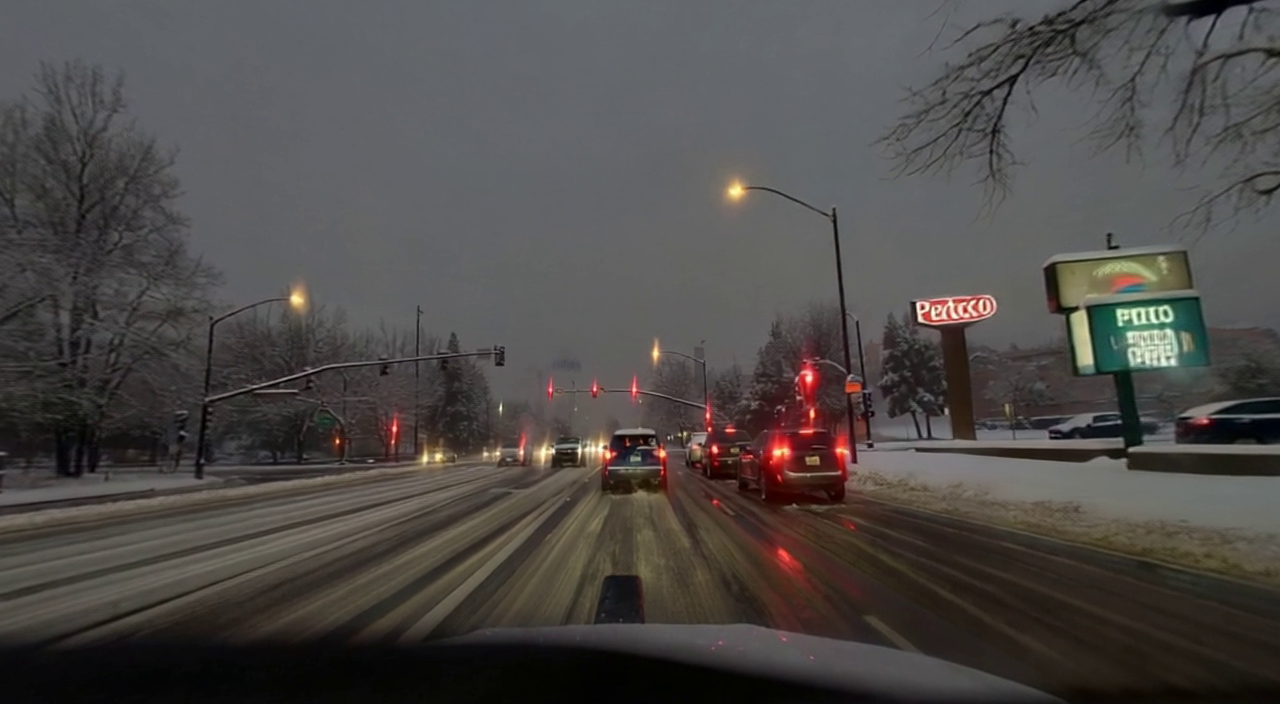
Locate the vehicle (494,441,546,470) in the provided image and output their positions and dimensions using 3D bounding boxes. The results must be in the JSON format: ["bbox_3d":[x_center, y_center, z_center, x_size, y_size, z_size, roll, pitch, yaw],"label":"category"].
[{"bbox_3d":[-6.585,5.692,35.028,1.954,1.473,4.350,0,-9,1],"label":"vehicle"}]

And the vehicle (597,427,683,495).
[{"bbox_3d":[-0.091,3.037,17.951,2.146,1.685,4.003,0,-9,-2],"label":"vehicle"}]

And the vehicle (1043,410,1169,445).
[{"bbox_3d":[23.905,3.907,32.541,4.854,1.712,2.017,0,-9,-1],"label":"vehicle"}]

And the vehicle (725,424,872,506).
[{"bbox_3d":[3.570,2.654,15.256,2.198,1.660,4.512,0,-9,-2],"label":"vehicle"}]

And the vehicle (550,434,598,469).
[{"bbox_3d":[-3.514,5.380,34.331,2.106,1.778,4.444,0,-9,0],"label":"vehicle"}]

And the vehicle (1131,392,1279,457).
[{"bbox_3d":[15.438,1.851,15.956,4.344,1.512,1.936,-1,-9,3],"label":"vehicle"}]
